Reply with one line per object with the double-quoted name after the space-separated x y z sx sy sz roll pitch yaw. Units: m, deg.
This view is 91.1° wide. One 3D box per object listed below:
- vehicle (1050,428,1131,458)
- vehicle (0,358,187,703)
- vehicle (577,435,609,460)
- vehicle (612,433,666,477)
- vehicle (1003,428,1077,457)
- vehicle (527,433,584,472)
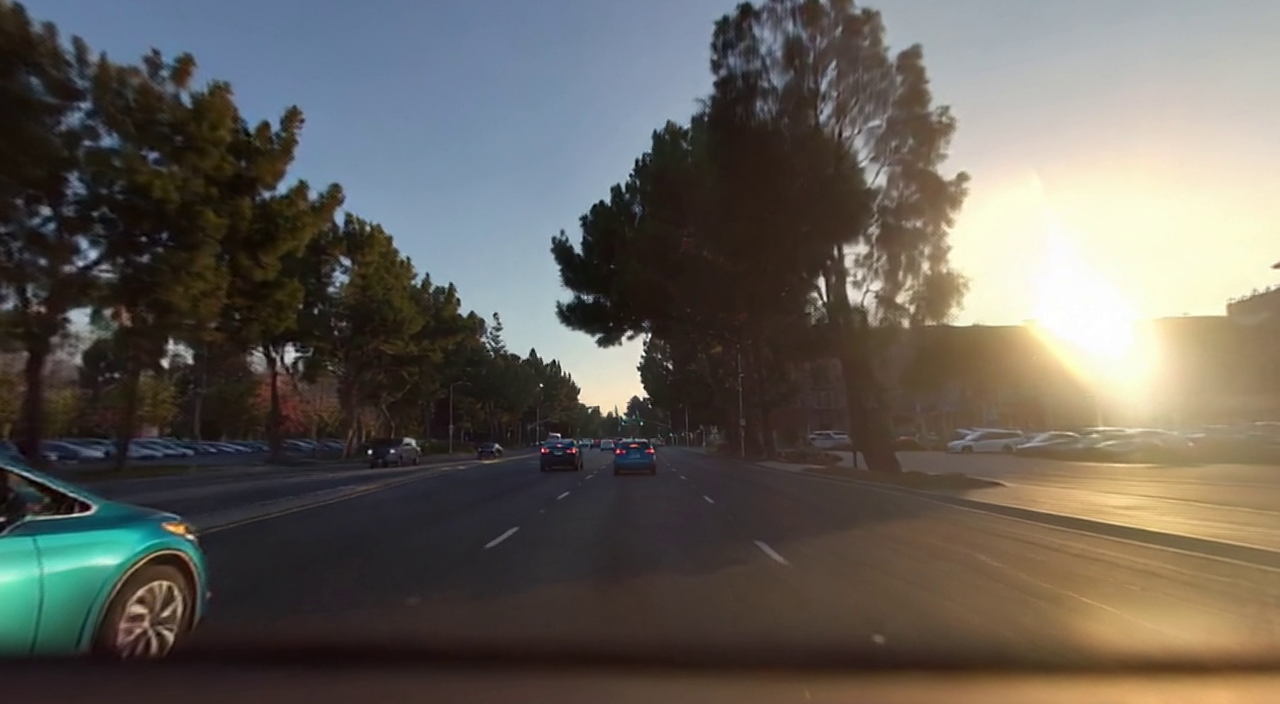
22.344 4.492 31.277 1.487 1.361 3.317 -1 -6 -1 "vehicle"
-3.714 0.699 1.547 2.070 1.641 4.152 0 -8 0 "vehicle"
-3.588 7.427 48.901 2.047 1.810 4.414 0 -8 1 "vehicle"
-0.054 4.257 26.087 2.042 1.641 4.187 0 -8 0 "vehicle"
19.894 4.528 31.350 1.466 1.357 3.288 0 -8 -1 "vehicle"
-4.012 4.877 30.565 2.113 1.713 4.422 0 -8 0 "vehicle"
